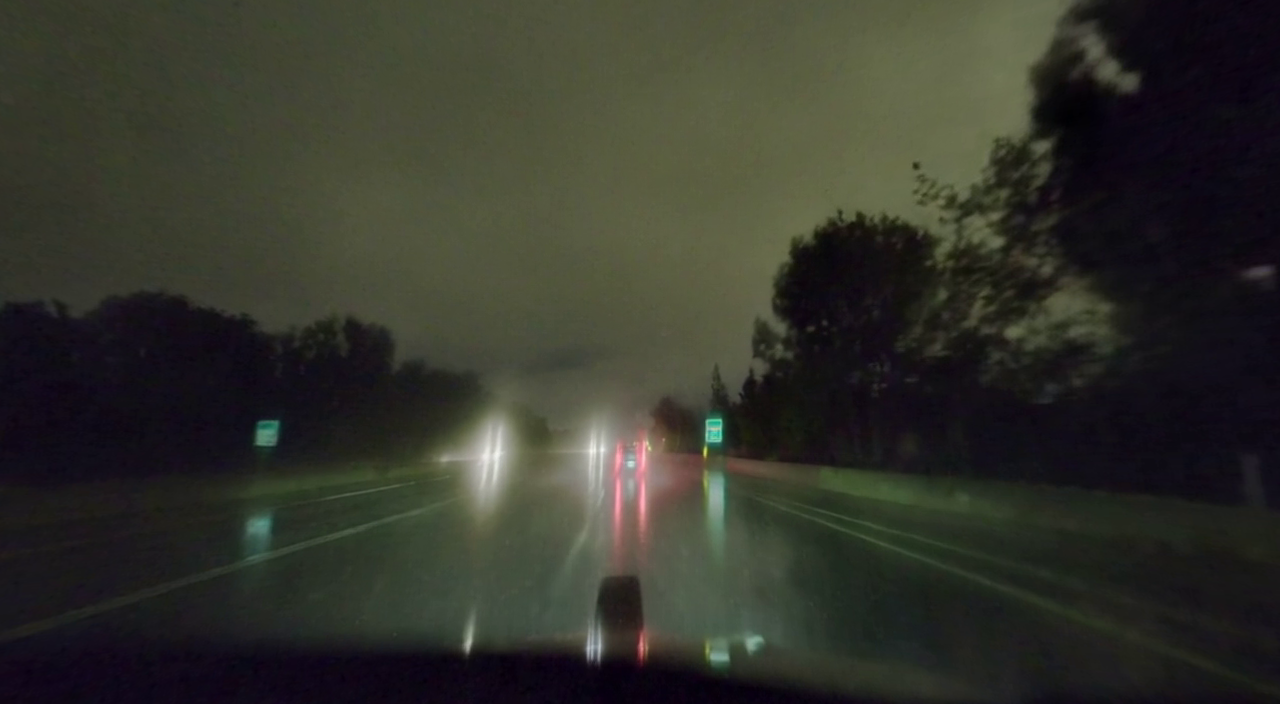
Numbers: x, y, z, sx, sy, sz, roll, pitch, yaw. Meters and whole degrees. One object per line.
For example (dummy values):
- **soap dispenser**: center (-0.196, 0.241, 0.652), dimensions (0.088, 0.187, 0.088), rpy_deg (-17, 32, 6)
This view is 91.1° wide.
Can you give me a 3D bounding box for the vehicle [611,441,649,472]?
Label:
- **vehicle**: center (-0.586, 6.273, 37.853), dimensions (2.120, 1.715, 4.153), rpy_deg (0, -9, -1)
